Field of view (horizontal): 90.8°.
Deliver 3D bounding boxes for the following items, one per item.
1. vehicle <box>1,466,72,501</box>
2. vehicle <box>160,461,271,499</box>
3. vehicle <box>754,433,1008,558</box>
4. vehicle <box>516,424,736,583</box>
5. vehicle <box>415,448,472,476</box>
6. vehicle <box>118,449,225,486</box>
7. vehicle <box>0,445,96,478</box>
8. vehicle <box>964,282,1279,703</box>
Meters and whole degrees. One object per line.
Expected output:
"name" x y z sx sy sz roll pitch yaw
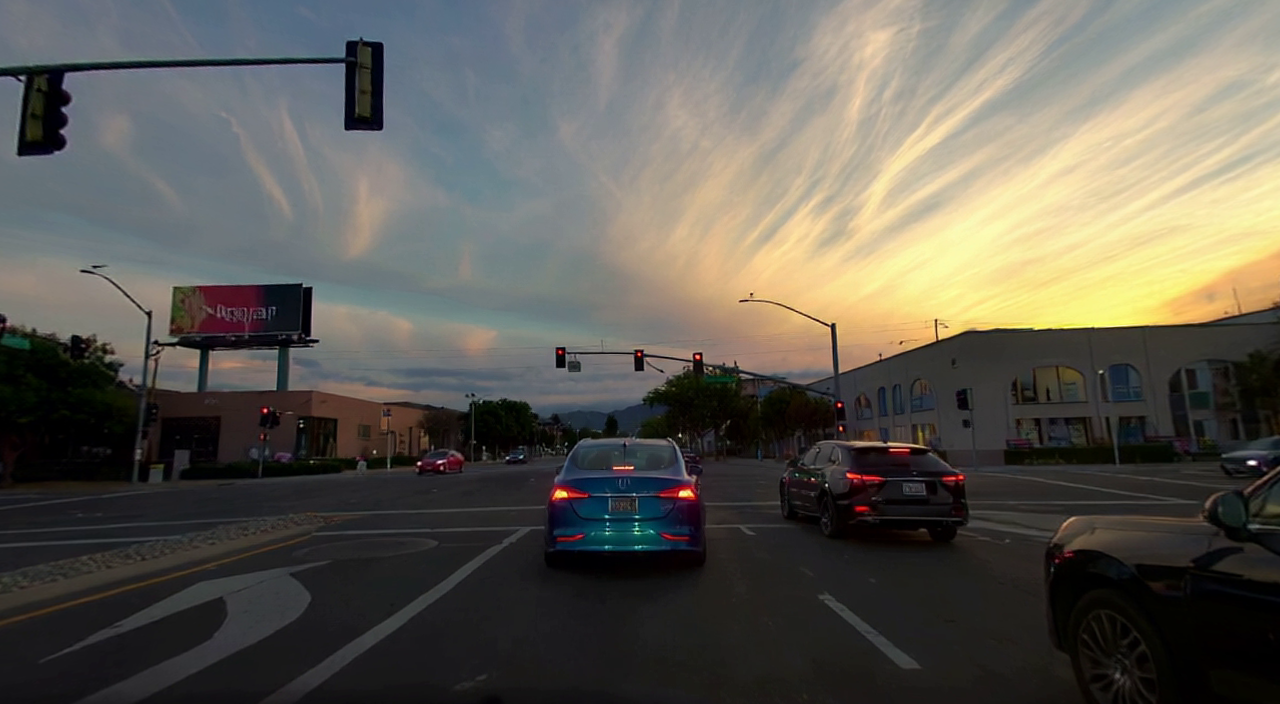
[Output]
"vehicle" -27.999 6.076 29.449 1.972 1.433 4.324 8 -12 -39
"vehicle" -19.075 5.760 28.702 1.942 1.453 4.448 0 -9 0
"vehicle" 3.212 1.995 9.598 2.009 1.414 4.416 0 -8 -2
"vehicle" -0.141 1.740 8.051 2.095 1.502 3.873 0 -8 0
"vehicle" -11.674 6.558 37.877 1.887 1.516 4.524 0 -8 1
"vehicle" -27.480 6.752 37.359 2.300 1.932 5.056 -1 -8 2
"vehicle" -35.655 6.449 37.430 2.145 1.797 5.198 -1 -9 1
"vehicle" 3.001 0.629 1.576 2.047 1.785 4.357 0 -8 0
